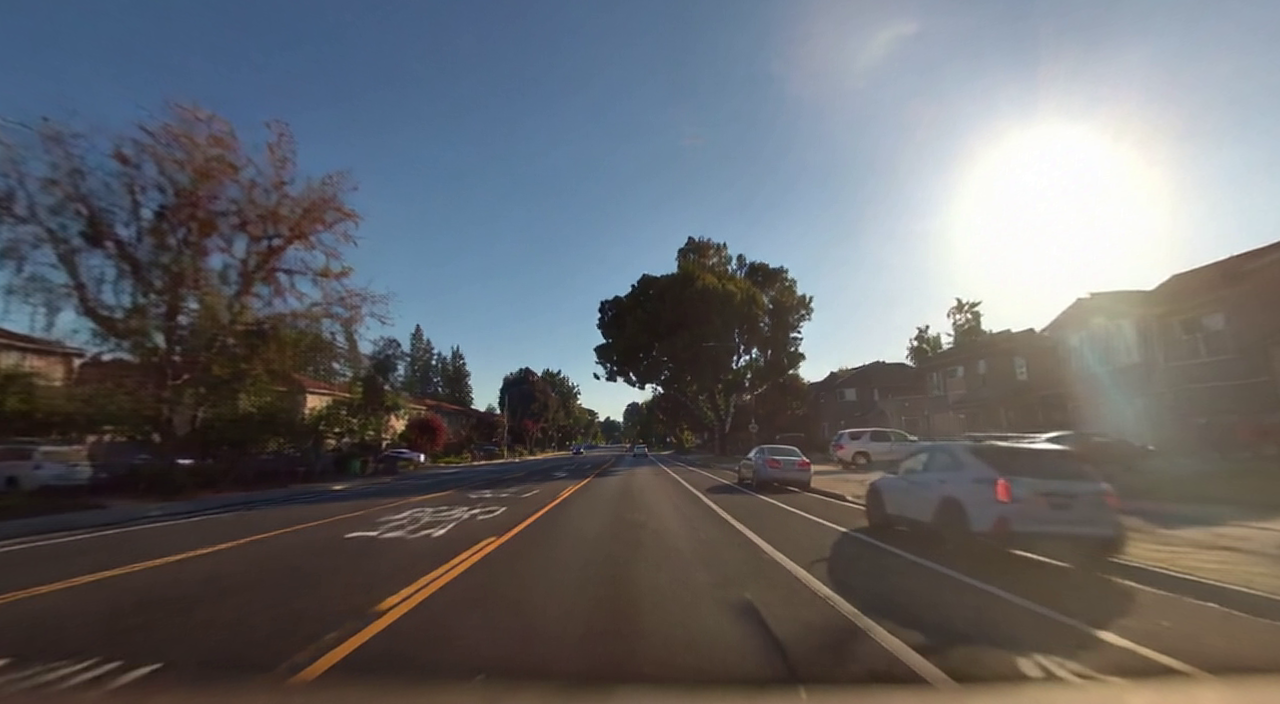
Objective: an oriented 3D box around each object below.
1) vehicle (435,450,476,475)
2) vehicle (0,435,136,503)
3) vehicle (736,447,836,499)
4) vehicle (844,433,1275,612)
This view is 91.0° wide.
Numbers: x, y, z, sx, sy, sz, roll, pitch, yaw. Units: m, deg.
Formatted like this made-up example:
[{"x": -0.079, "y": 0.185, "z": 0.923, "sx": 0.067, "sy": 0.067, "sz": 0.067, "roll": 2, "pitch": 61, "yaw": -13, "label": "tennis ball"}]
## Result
[{"x": -13.038, "y": 7.812, "z": 44.652, "sx": 1.791, "sy": 1.552, "sz": 3.919, "roll": -3, "pitch": -8, "yaw": 0, "label": "vehicle"}, {"x": -19.388, "y": 3.564, "z": 19.433, "sx": 5.684, "sy": 1.934, "sz": 2.217, "roll": 0, "pitch": -8, "yaw": 1, "label": "vehicle"}, {"x": 4.558, "y": 3.834, "z": 20.537, "sx": 1.980, "sy": 1.465, "sz": 4.970, "roll": 0, "pitch": -8, "yaw": -1, "label": "vehicle"}, {"x": 4.420, "y": 1.831, "z": 7.899, "sx": 1.999, "sy": 1.512, "sz": 4.826, "roll": 0, "pitch": -8, "yaw": -2, "label": "vehicle"}]
